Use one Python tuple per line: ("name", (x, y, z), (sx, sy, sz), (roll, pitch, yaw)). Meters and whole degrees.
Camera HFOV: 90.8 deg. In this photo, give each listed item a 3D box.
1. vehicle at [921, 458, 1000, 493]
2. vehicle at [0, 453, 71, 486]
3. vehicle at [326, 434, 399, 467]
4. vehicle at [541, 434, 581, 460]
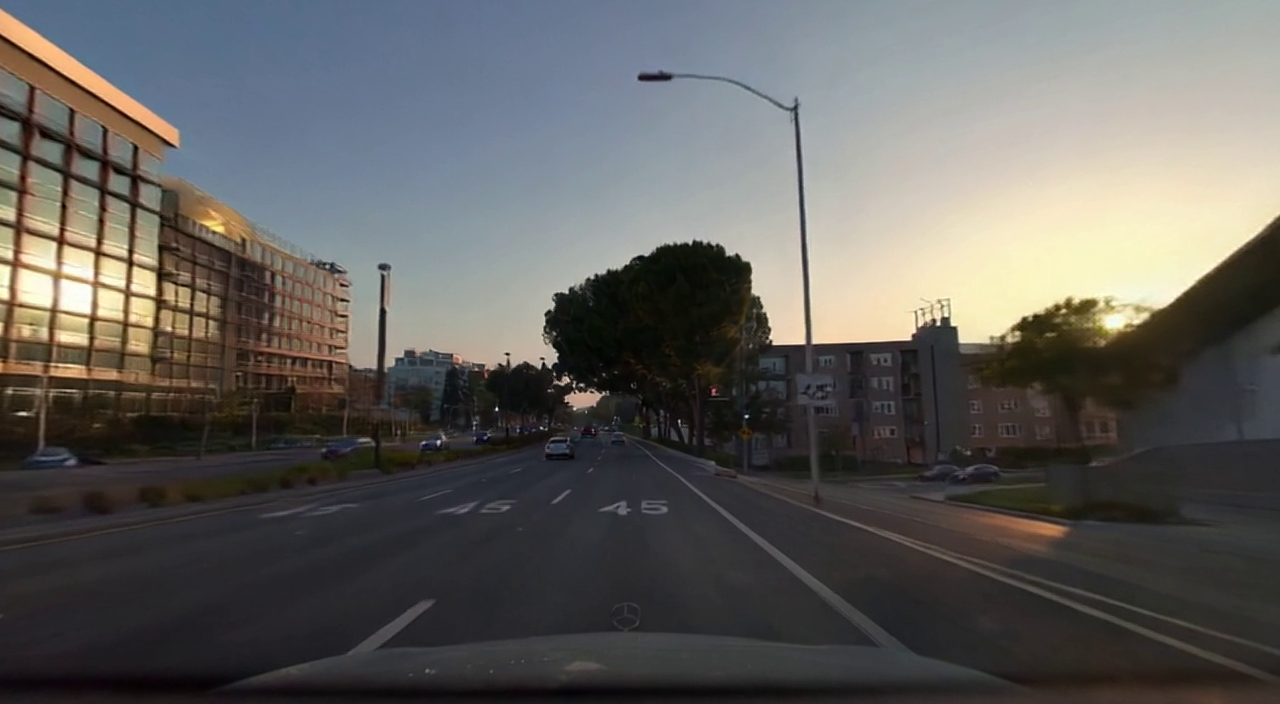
("vehicle", (23.466, 9.067, 46.386), (4.619, 1.807, 2.224), (6, -16, 4))
("vehicle", (-32.832, 6.209, 33.553), (1.724, 1.409, 3.666), (0, -6, 3))
("vehicle", (-15.612, 5.545, 35.830), (1.972, 1.715, 4.521), (0, -8, 1))
("vehicle", (-4.811, 5.872, 39.041), (2.025, 1.474, 4.292), (1, -8, -1))
